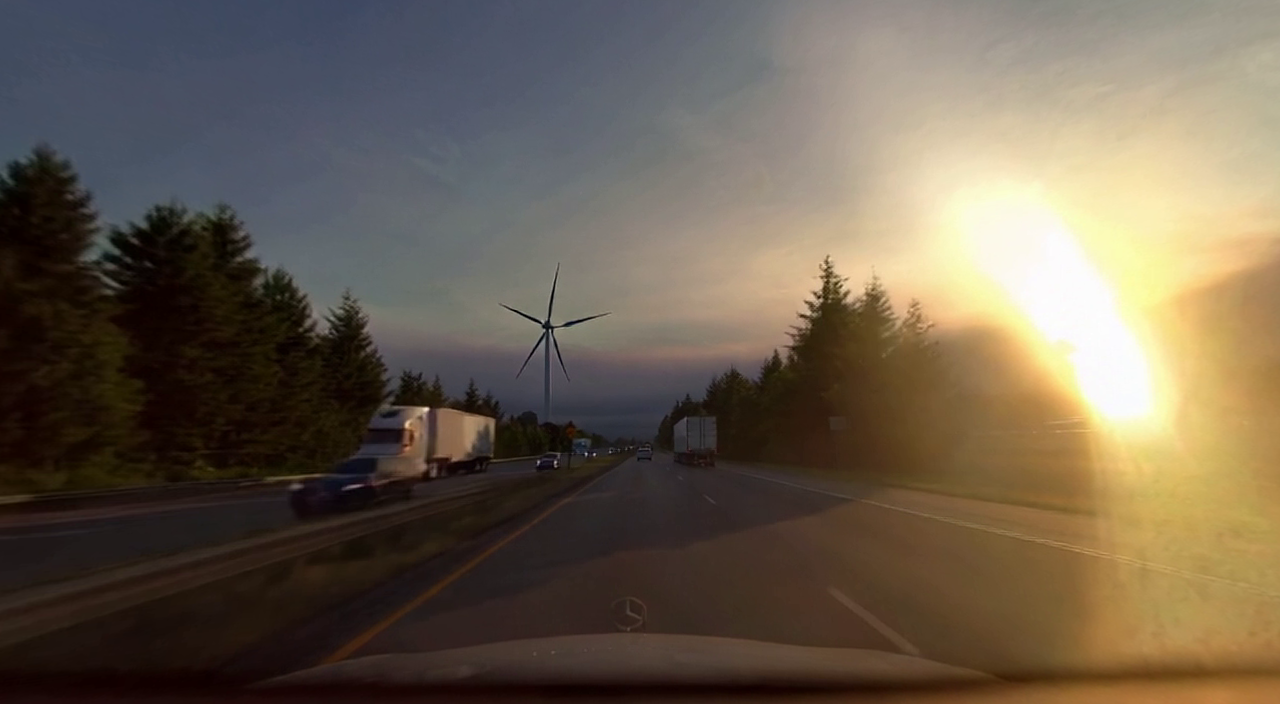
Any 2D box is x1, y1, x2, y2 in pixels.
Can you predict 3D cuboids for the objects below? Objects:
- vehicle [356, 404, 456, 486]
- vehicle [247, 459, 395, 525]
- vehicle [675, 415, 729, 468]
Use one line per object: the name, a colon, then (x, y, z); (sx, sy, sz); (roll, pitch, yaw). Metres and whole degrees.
vehicle: (-12.405, 5.064, 34.085); (2.954, 4.010, 5.914); (-1, -9, 1)
vehicle: (-8.044, 3.523, 16.354); (1.843, 1.456, 3.733); (0, -9, 0)
vehicle: (4.427, 6.802, 47.336); (2.903, 3.602, 9.351); (0, -9, -1)
